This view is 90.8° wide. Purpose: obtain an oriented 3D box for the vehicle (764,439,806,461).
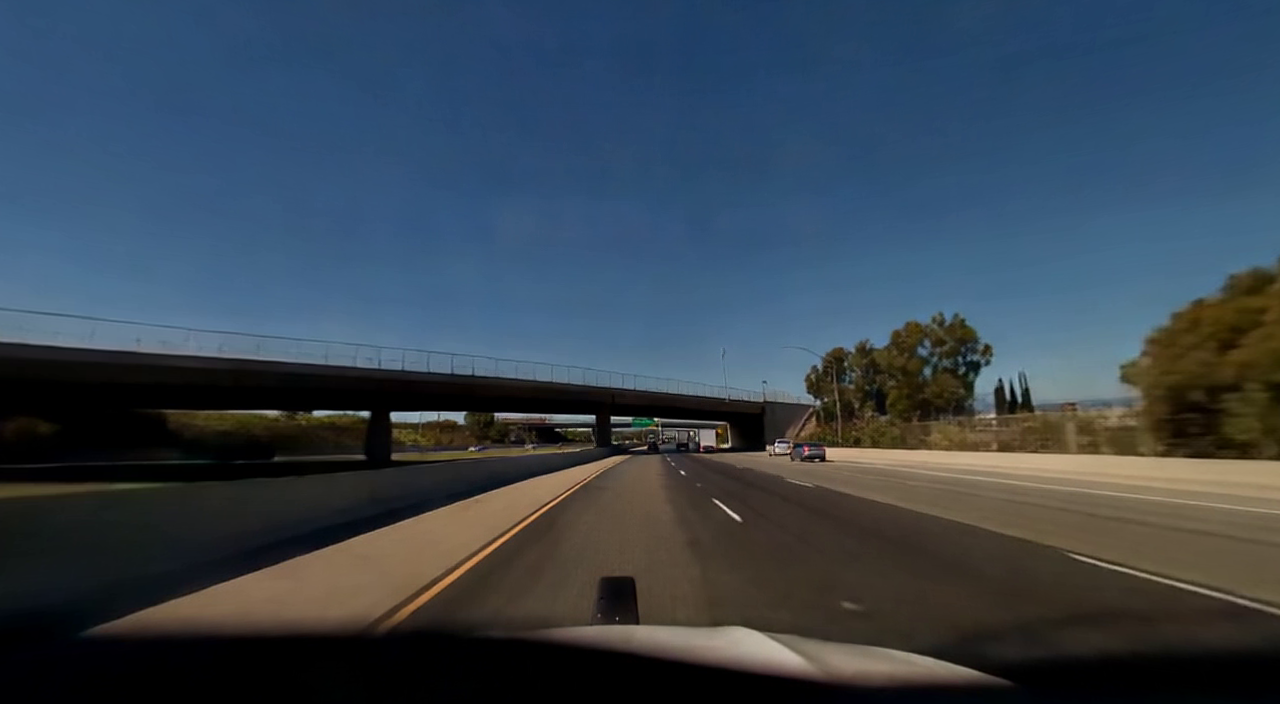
[{"bbox_3d":[11.206,7.623,49.217,2.229,1.599,4.253,0,-8,0],"label":"vehicle"}]
